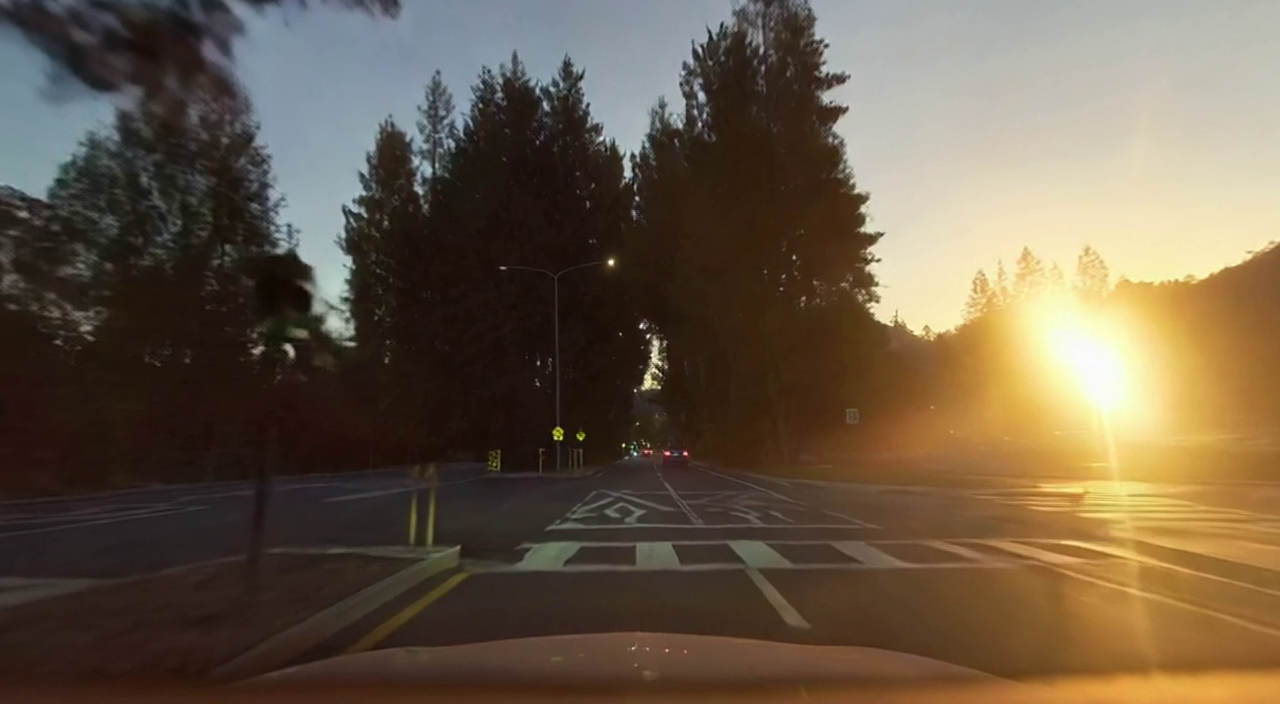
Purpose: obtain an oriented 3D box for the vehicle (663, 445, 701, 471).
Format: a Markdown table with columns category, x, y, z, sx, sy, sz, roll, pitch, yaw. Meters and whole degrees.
| category | x | y | z | sx | sy | sz | roll | pitch | yaw |
| --- | --- | --- | --- | --- | --- | --- | --- | --- | --- |
| vehicle | 2.582 | 6.717 | 40.044 | 2.044 | 1.537 | 4.528 | 0 | -8 | -1 |
